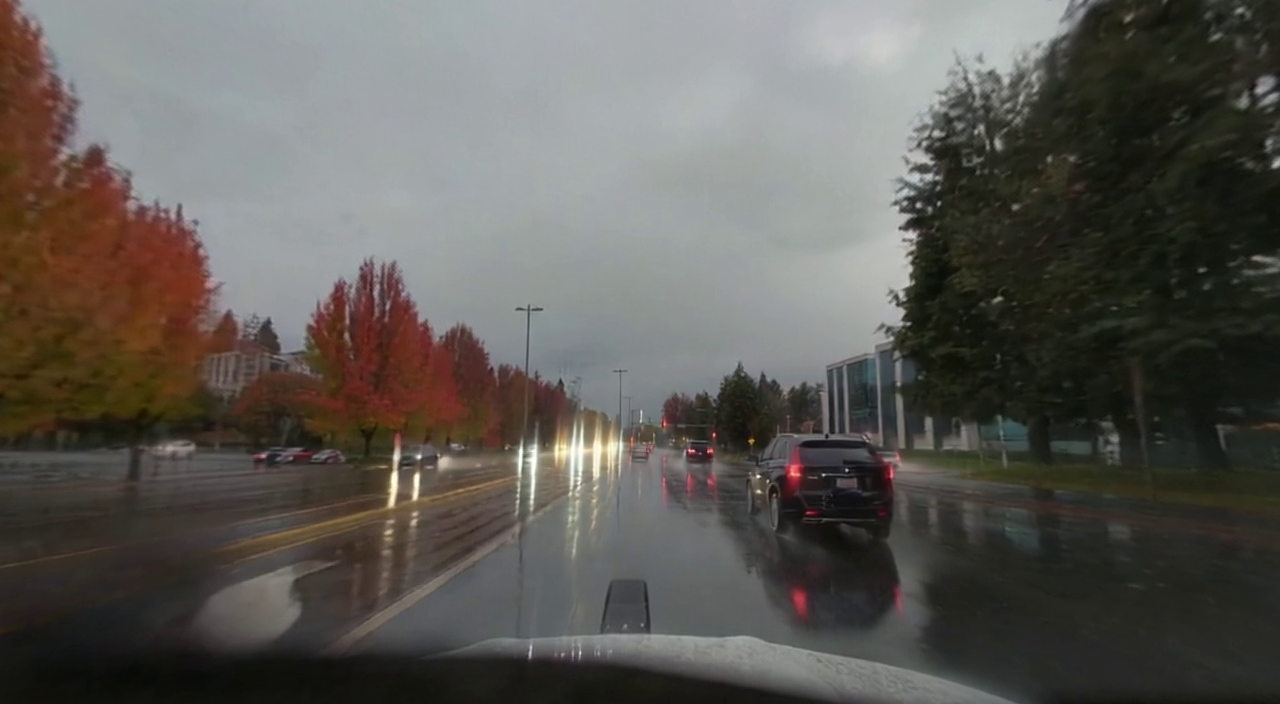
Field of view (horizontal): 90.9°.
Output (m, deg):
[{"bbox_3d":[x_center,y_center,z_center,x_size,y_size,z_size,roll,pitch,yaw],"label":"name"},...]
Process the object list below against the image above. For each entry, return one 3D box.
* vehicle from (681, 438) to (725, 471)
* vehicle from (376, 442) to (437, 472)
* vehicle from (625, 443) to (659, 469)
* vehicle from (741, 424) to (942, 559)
[{"bbox_3d":[3.791,6.217,38.535,2.154,1.844,4.634,2,-8,-1],"label":"vehicle"},{"bbox_3d":[-14.662,6.602,39.859,2.064,1.697,4.381,-1,-8,1],"label":"vehicle"},{"bbox_3d":[0.097,6.422,39.082,1.991,1.477,3.814,-1,-8,0],"label":"vehicle"},{"bbox_3d":[2.839,2.030,9.912,1.901,1.634,3.896,1,-8,0],"label":"vehicle"}]
